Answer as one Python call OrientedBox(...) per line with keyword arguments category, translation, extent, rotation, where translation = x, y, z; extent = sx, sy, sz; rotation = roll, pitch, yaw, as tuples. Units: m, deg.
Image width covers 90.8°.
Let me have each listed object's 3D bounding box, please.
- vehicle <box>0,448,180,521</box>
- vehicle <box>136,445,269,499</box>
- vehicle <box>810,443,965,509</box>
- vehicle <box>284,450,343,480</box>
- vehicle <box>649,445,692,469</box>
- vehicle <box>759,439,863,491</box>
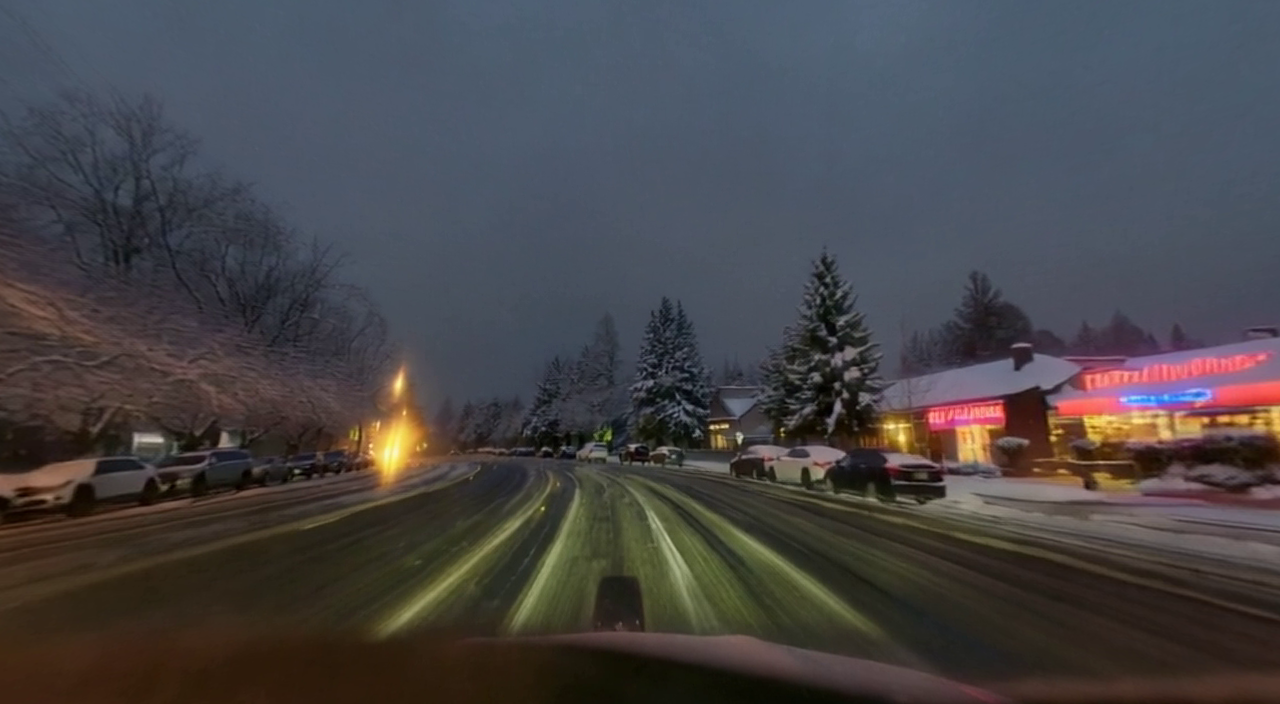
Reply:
OrientedBox(category="vehicle", translation=(-15.416, 3.584, 17.738), extent=(1.927, 1.748, 4.474), rotation=(0, -9, -6))
OrientedBox(category="vehicle", translation=(-16.304, 4.446, 23.928), extent=(1.876, 1.772, 5.125), rotation=(0, -9, -7))
OrientedBox(category="vehicle", translation=(6.568, 3.310, 17.480), extent=(1.872, 1.515, 4.799), rotation=(0, -9, -7))
OrientedBox(category="vehicle", translation=(-18.503, 6.404, 35.994), extent=(1.906, 1.542, 4.210), rotation=(1, -9, -13))
OrientedBox(category="vehicle", translation=(2.086, 7.411, 44.794), extent=(2.012, 1.517, 4.287), rotation=(1, -9, -12))
OrientedBox(category="vehicle", translation=(5.923, 3.957, 22.490), extent=(2.065, 1.632, 4.206), rotation=(0, -9, -7))
